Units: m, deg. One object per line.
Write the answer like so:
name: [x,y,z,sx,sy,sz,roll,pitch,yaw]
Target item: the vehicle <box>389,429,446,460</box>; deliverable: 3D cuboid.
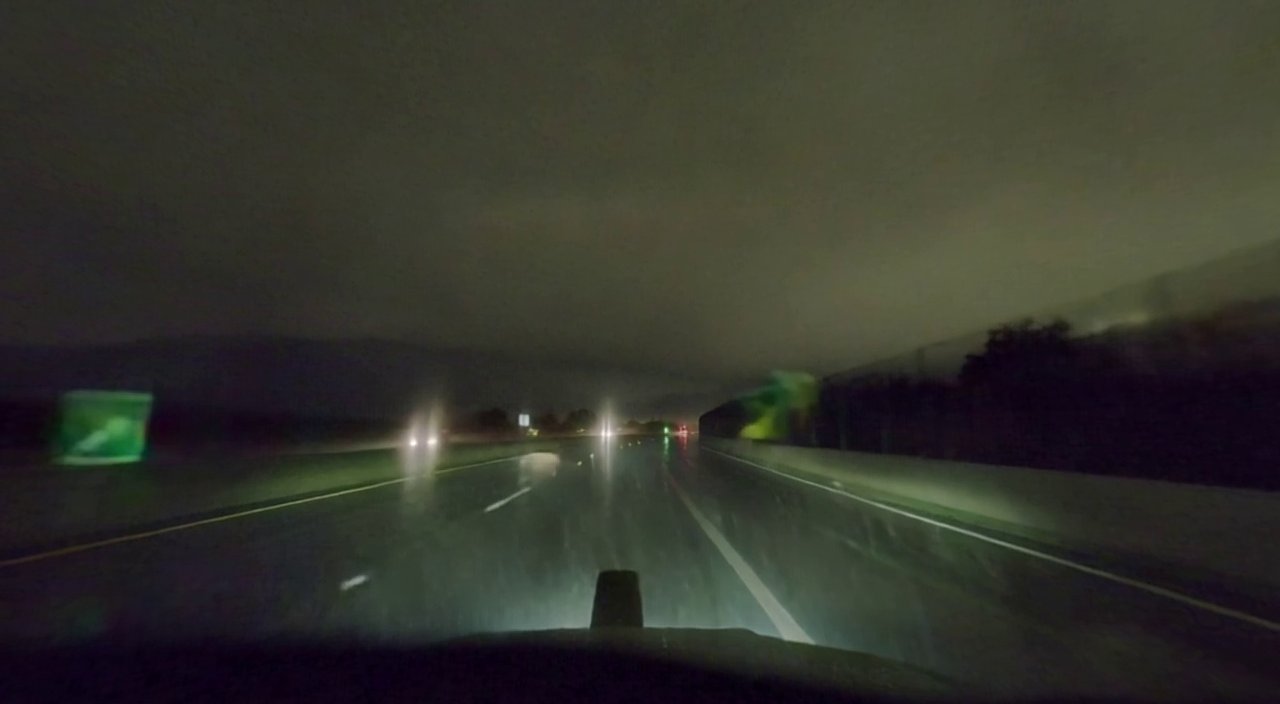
vehicle: [-15.146,6.315,43.180,2.211,1.967,4.734,0,-8,-1]
